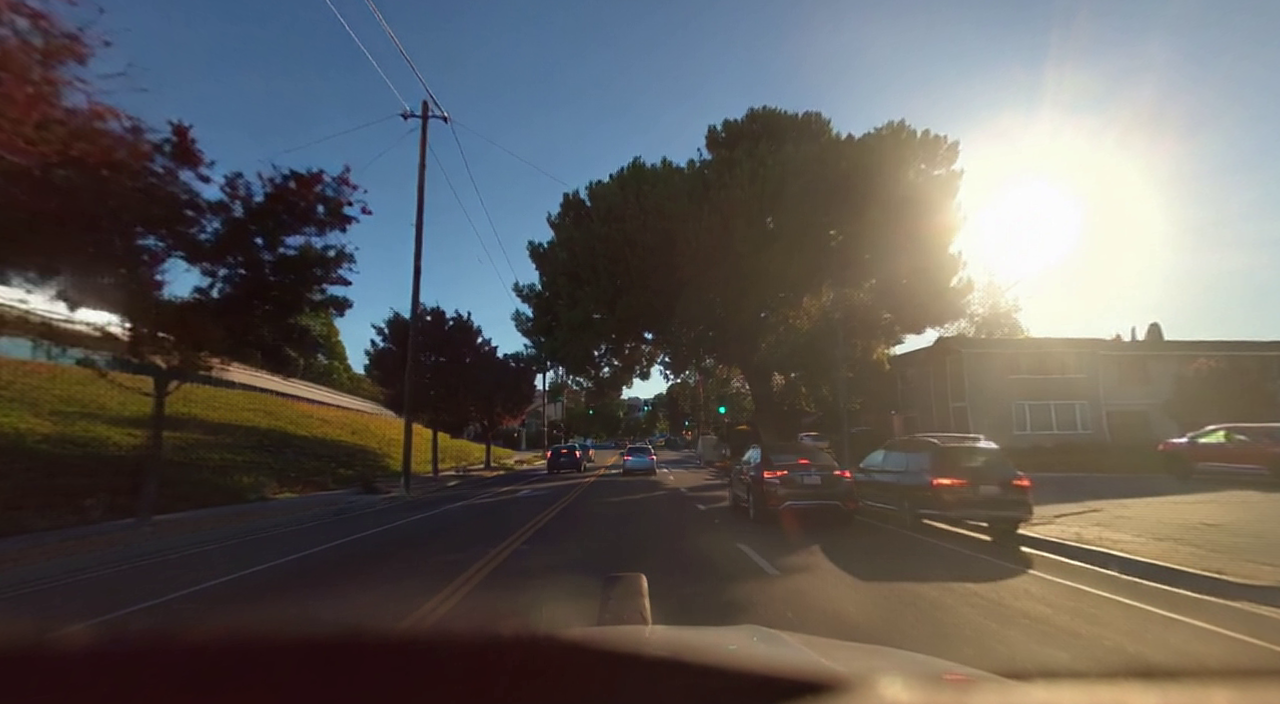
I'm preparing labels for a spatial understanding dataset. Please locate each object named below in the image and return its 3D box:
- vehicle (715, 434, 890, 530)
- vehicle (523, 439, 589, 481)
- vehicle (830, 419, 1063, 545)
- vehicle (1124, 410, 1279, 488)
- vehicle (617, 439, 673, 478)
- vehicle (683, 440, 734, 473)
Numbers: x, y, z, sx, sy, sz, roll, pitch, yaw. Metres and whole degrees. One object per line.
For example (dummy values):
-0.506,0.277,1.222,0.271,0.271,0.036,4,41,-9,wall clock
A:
2.812,2.367,12.145,2.158,1.483,4.415,0,-8,-1,vehicle
-3.196,4.218,24.886,2.012,1.505,4.205,0,-8,1,vehicle
5.714,2.414,12.608,2.277,1.850,4.717,4,-8,-1,vehicle
16.470,2.623,16.927,2.478,1.836,5.409,0,-10,-2,vehicle
0.163,4.300,25.751,2.101,1.467,4.210,0,-8,0,vehicle
3.242,5.044,30.662,1.943,1.484,4.030,0,-8,-1,vehicle
